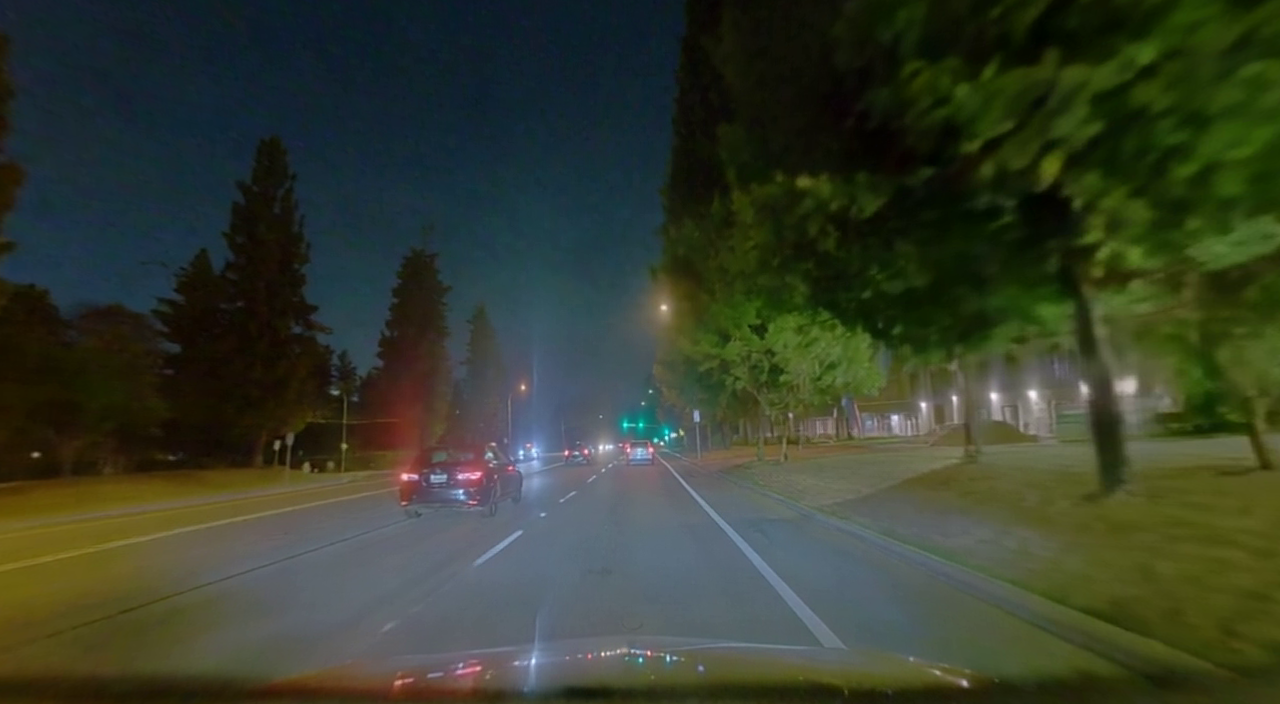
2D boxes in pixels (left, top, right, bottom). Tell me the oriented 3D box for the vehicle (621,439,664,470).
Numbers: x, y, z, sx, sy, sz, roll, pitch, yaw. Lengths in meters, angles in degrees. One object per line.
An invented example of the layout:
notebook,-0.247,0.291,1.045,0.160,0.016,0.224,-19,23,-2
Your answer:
vehicle,0.123,5.214,32.146,2.065,1.456,4.099,0,-8,0

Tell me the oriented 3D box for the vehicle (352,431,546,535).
vehicle,-3.064,2.206,11.249,2.030,1.467,4.403,0,-8,1

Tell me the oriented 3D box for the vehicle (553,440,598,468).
vehicle,-3.560,5.698,35.353,2.114,1.500,3.912,0,-8,0
